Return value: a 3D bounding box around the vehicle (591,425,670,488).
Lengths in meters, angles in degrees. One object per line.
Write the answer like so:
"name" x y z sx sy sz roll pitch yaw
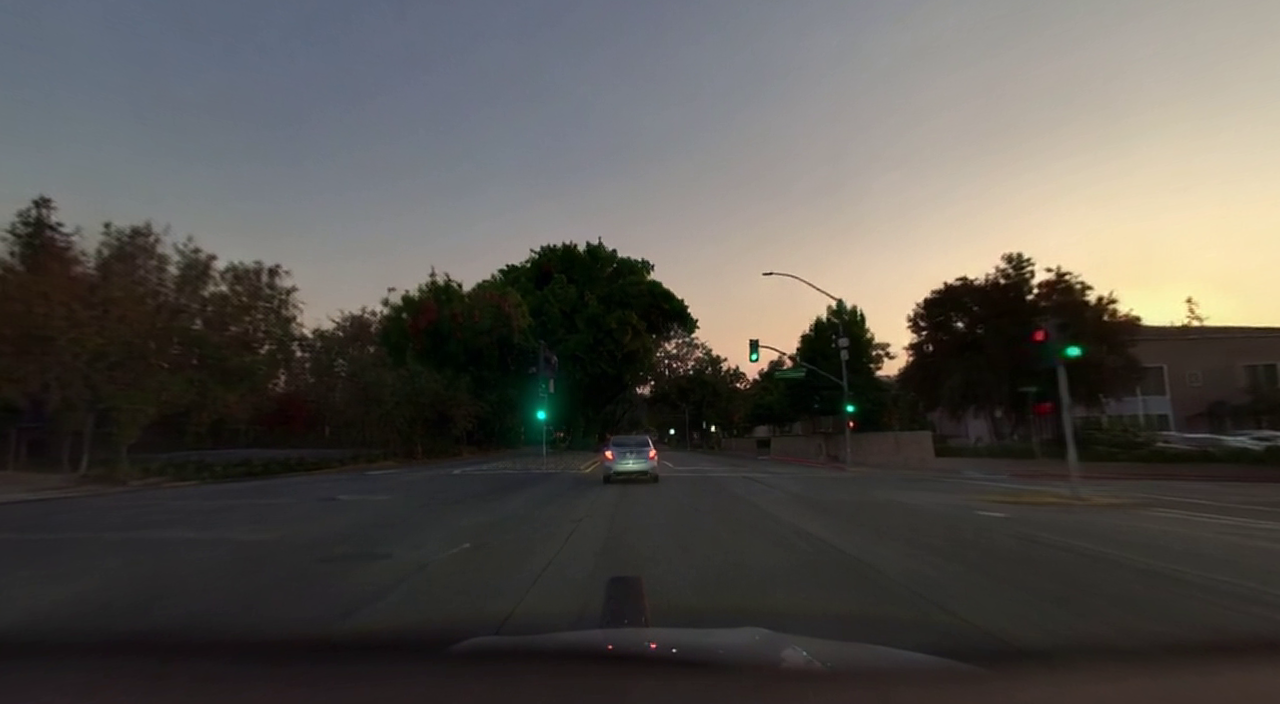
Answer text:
"vehicle" -0.268 3.211 19.632 2.192 1.734 4.176 0 -8 0
